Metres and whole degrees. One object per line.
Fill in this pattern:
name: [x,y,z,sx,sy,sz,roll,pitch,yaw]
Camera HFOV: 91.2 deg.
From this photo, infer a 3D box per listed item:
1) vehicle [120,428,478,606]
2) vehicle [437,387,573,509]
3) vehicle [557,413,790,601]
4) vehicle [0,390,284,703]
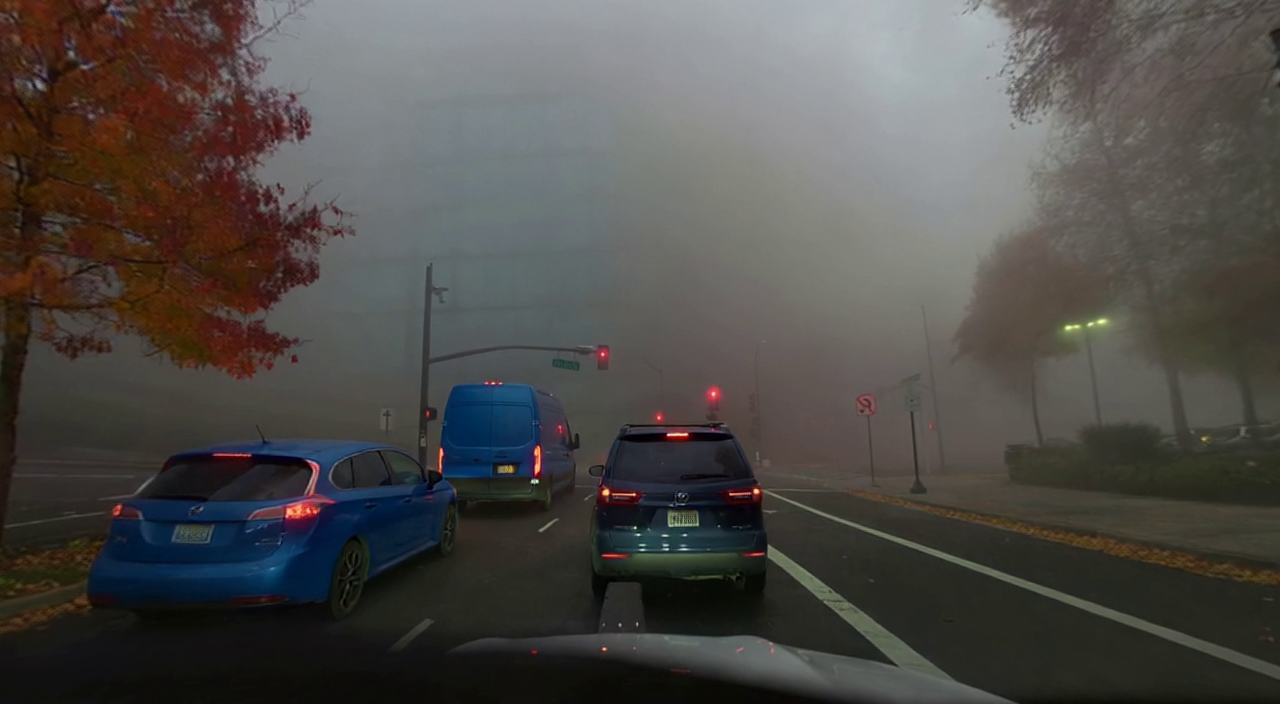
vehicle: [-3.486,1.754,7.568,1.955,1.499,4.223,0,-9,0]
vehicle: [-3.255,2.538,16.598,2.343,2.635,5.684,0,-9,0]
vehicle: [0.198,1.597,7.214,1.979,1.562,3.630,0,-9,-3]
vehicle: [-2.901,0.812,1.510,1.893,1.491,3.798,0,-9,-1]
